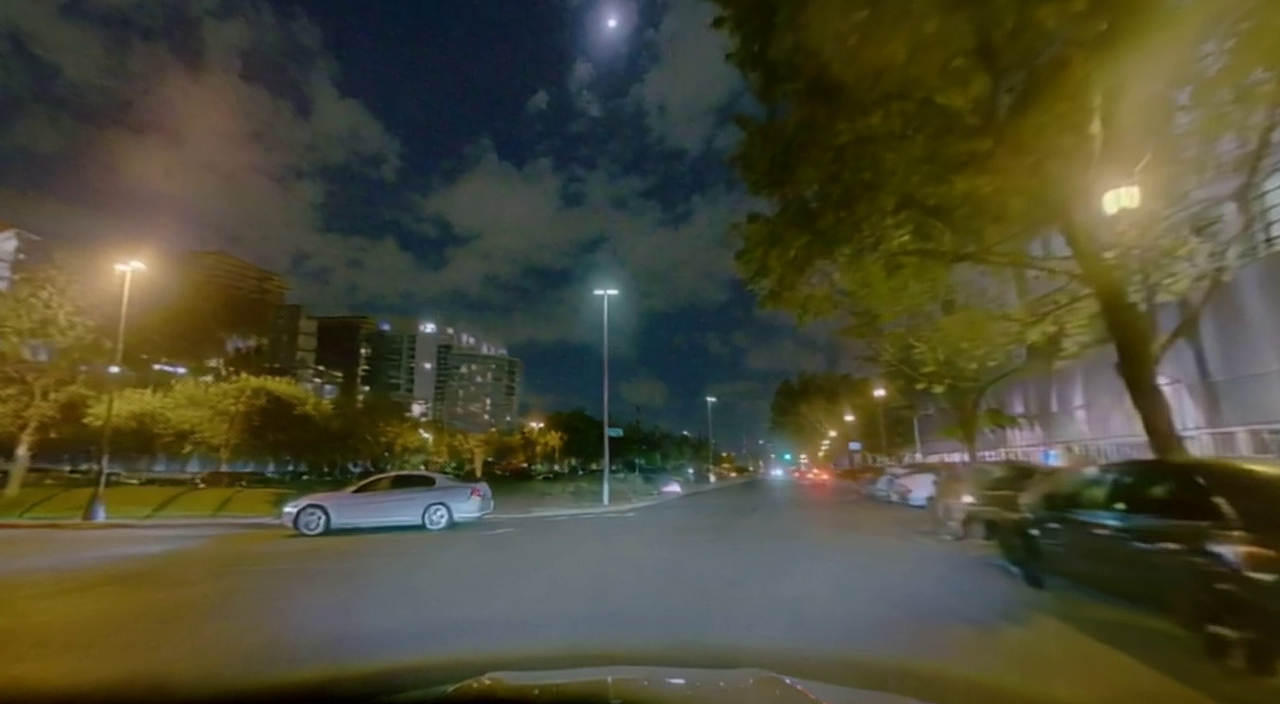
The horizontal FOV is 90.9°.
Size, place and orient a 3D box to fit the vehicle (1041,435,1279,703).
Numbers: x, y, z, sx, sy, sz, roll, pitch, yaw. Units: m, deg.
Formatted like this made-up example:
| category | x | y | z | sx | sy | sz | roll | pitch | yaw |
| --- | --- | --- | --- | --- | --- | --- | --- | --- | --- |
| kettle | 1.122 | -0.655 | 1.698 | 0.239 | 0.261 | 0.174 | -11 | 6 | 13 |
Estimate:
| category | x | y | z | sx | sy | sz | roll | pitch | yaw |
| --- | --- | --- | --- | --- | --- | --- | --- | --- | --- |
| vehicle | 4.434 | 1.268 | 3.743 | 2.073 | 1.434 | 3.899 | -1 | -11 | 11 |

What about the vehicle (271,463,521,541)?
| category | x | y | z | sx | sy | sz | roll | pitch | yaw |
| --- | --- | --- | --- | --- | --- | --- | --- | --- | --- |
| vehicle | -5.278 | 3.246 | 13.957 | 4.770 | 1.448 | 1.983 | 6 | -12 | -26 |
